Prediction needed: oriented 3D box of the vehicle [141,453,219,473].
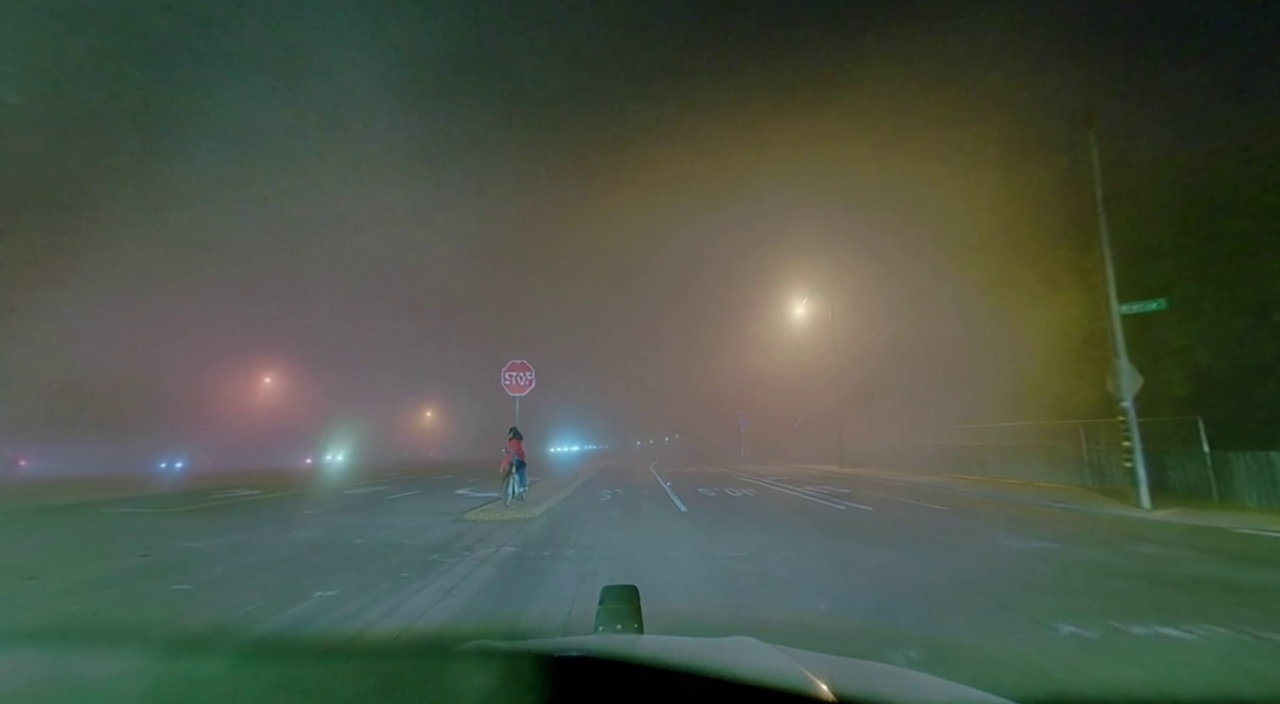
[{"bbox_3d":[-34.040,8.229,46.851,4.327,1.402,1.757,0,-9,-4],"label":"vehicle"}]
